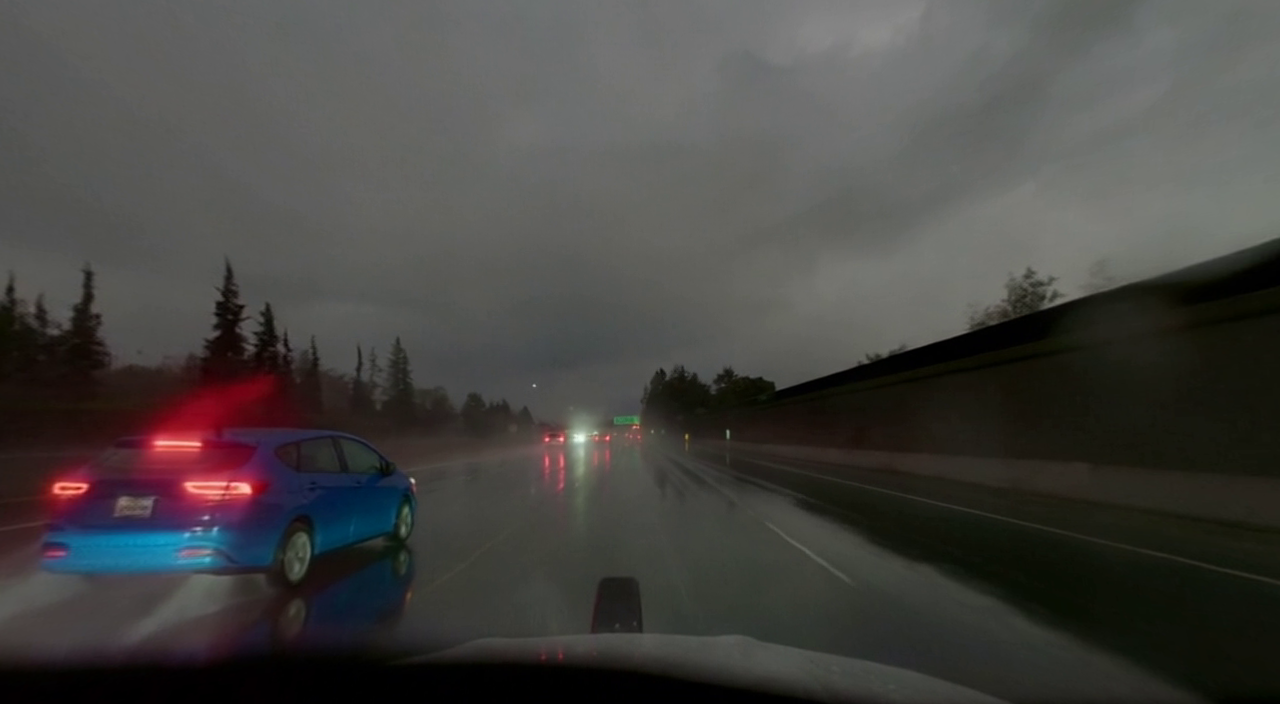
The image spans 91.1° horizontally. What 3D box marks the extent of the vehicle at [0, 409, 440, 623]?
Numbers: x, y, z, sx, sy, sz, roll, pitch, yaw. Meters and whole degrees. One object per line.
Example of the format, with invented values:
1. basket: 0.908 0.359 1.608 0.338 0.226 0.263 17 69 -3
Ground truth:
1. vehicle: -3.758 1.423 6.448 2.079 1.500 3.881 0 -8 1
